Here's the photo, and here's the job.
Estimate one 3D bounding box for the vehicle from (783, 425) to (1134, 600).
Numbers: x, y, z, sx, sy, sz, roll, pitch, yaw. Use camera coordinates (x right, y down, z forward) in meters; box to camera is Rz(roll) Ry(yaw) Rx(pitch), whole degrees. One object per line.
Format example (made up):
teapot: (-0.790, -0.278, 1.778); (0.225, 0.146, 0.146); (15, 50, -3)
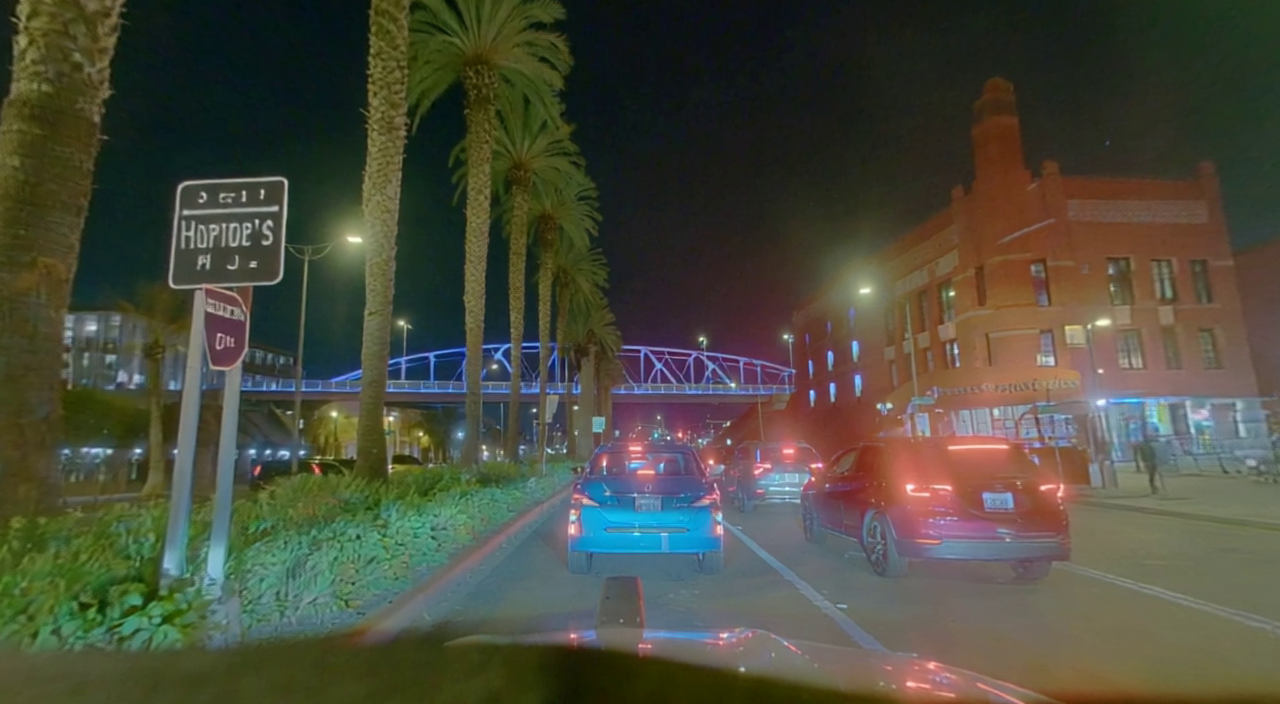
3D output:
vehicle: (3.263, 1.720, 7.722); (1.920, 1.490, 4.417); (0, -9, -1)

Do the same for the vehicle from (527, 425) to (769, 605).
vehicle: (0.060, 1.671, 7.284); (2.048, 1.503, 3.681); (0, -9, 0)

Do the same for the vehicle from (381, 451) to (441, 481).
vehicle: (-14.968, 7.468, 41.677); (2.104, 1.802, 4.852); (0, -9, 1)
